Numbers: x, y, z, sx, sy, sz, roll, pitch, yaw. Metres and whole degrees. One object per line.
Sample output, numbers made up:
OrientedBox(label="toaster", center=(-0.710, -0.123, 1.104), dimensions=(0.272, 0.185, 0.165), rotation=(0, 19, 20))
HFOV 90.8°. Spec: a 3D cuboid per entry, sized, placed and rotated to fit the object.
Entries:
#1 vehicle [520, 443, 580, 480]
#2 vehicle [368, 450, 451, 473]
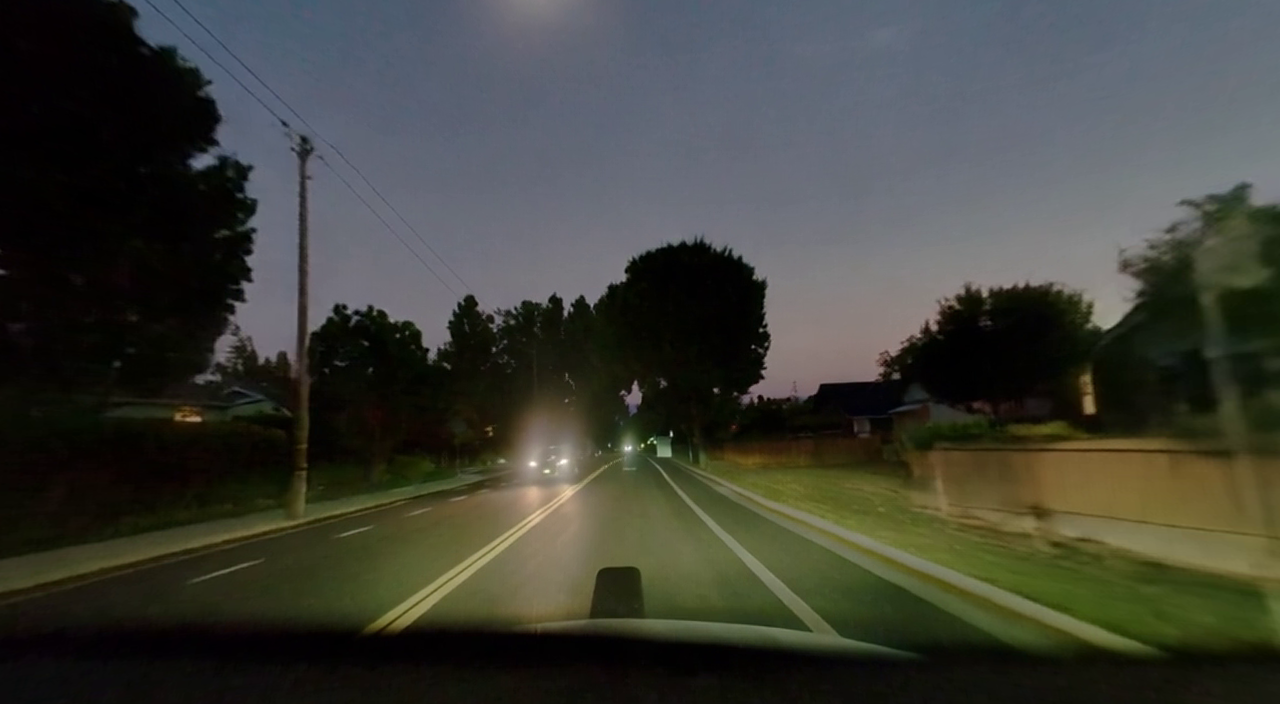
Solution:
OrientedBox(label="vehicle", center=(-3.967, 4.915, 28.637), dimensions=(1.996, 1.519, 4.559), rotation=(0, -9, 0))
OrientedBox(label="vehicle", center=(-15.330, 7.289, 42.137), dimensions=(4.779, 1.453, 1.970), rotation=(-2, -9, 10))
